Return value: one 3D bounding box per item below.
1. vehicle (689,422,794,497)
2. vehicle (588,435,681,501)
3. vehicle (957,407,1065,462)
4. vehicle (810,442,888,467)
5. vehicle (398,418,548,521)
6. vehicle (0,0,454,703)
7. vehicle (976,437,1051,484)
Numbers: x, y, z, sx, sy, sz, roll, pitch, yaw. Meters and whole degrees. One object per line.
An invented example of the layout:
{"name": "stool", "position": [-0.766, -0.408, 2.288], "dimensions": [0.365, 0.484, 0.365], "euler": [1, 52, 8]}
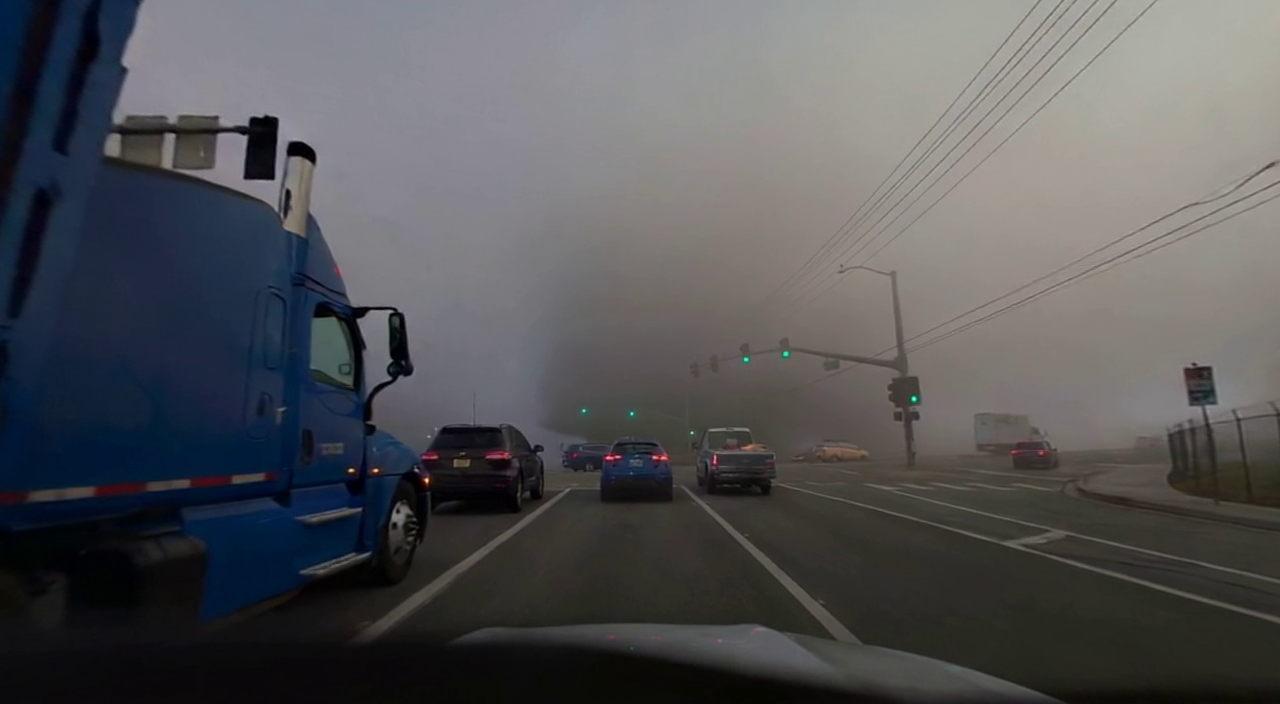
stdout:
{"name": "vehicle", "position": [2.698, 3.011, 18.047], "dimensions": [2.086, 1.849, 4.607], "euler": [0, -8, -2]}
{"name": "vehicle", "position": [-0.183, 2.964, 16.543], "dimensions": [2.117, 1.499, 4.036], "euler": [0, -8, -1]}
{"name": "vehicle", "position": [24.997, 5.567, 42.516], "dimensions": [6.670, 3.450, 2.666], "euler": [4, -9, -24]}
{"name": "vehicle", "position": [13.286, 6.503, 40.150], "dimensions": [4.423, 1.495, 1.849], "euler": [3, -9, -19]}
{"name": "vehicle", "position": [-3.300, 2.424, 13.556], "dimensions": [1.994, 1.806, 4.564], "euler": [0, -8, -1]}
{"name": "vehicle", "position": [-3.379, 0.080, 2.616], "dimensions": [2.889, 3.347, 8.285], "euler": [0, -8, -2]}
{"name": "vehicle", "position": [14.522, 4.199, 24.792], "dimensions": [2.102, 1.662, 4.533], "euler": [-4, -9, 26]}
